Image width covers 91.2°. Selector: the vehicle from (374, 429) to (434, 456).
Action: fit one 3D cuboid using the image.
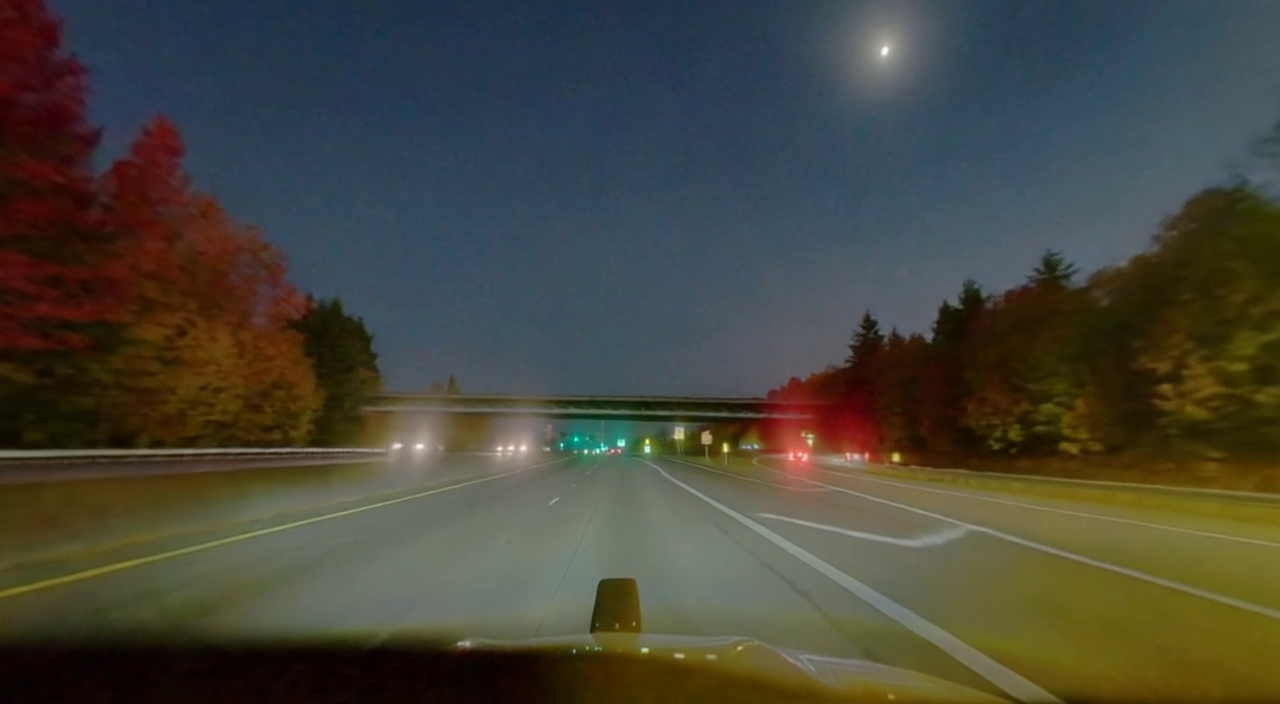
[{"bbox_3d":[-14.112,5.464,37.691,1.974,1.541,4.247,0,-9,-1],"label":"vehicle"}]
